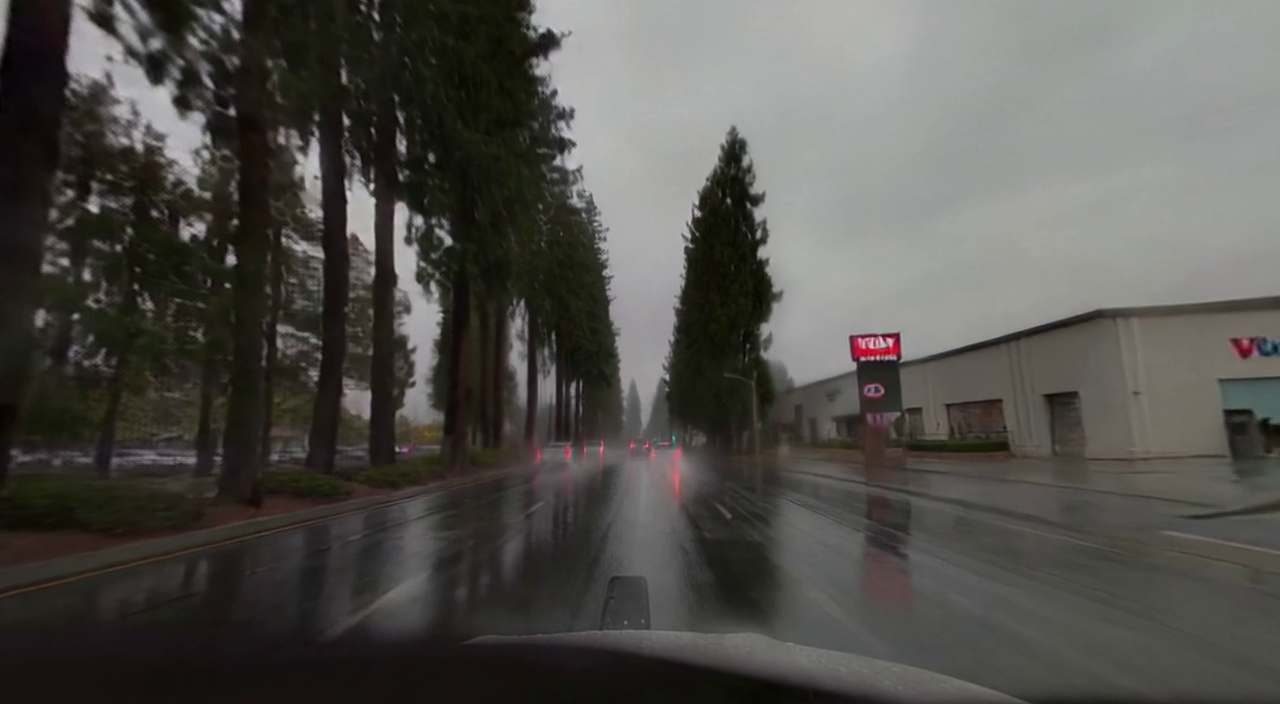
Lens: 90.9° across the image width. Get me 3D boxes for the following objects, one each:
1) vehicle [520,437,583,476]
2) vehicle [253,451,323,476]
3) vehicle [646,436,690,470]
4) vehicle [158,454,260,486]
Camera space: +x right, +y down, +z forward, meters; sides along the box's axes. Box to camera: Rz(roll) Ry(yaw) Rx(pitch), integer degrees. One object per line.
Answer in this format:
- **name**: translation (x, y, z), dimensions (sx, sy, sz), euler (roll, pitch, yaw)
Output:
- **vehicle**: translation (-3.617, 4.365, 26.579), dimensions (1.908, 1.481, 4.536), euler (0, -8, 1)
- **vehicle**: translation (-22.821, 7.234, 41.079), dimensions (1.905, 1.483, 4.479), euler (0, -8, 0)
- **vehicle**: translation (1.301, 4.932, 30.889), dimensions (1.922, 1.579, 3.642), euler (0, -8, -1)
- **vehicle**: translation (-22.757, 6.220, 33.562), dimensions (1.862, 1.506, 4.983), euler (1, -9, 1)
